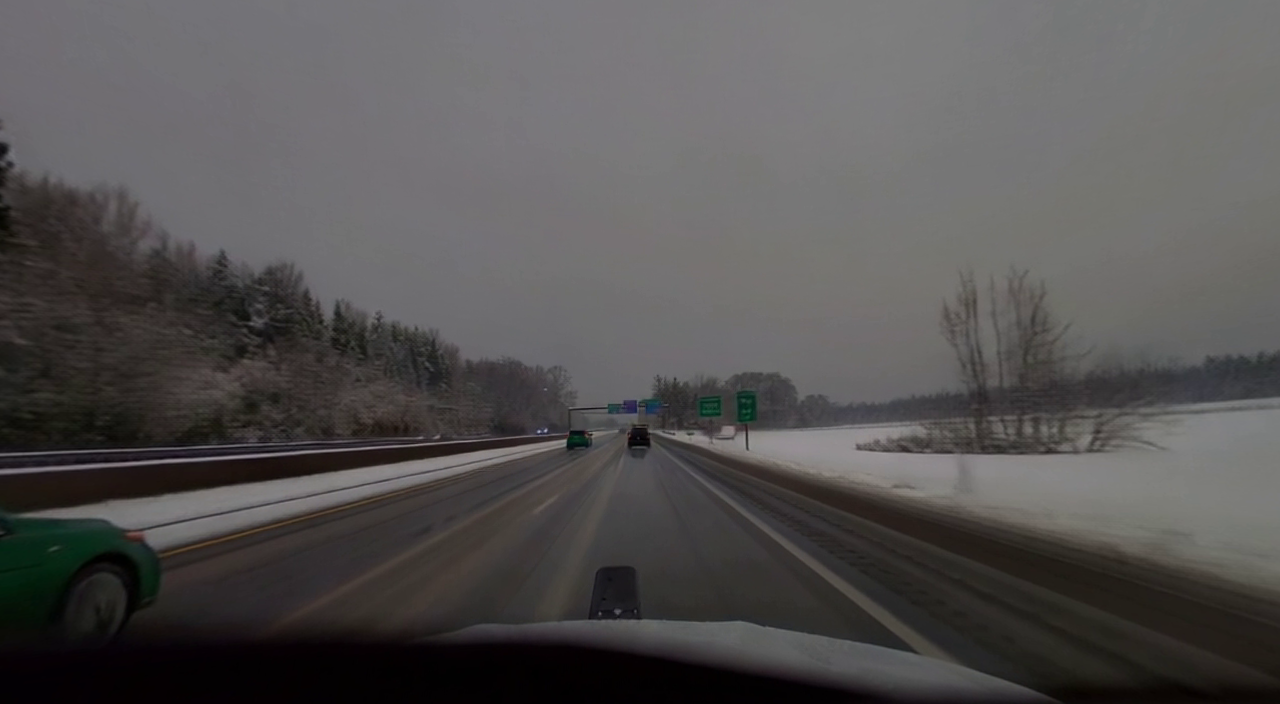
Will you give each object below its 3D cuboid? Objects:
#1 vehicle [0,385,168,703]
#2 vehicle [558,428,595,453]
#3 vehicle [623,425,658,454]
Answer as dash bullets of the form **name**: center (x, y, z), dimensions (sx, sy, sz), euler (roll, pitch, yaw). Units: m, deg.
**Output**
- **vehicle**: center (-3.789, 0.748, 1.699), dimensions (1.958, 1.486, 3.988), euler (0, -8, -1)
- **vehicle**: center (-4.291, 6.021, 43.041), dimensions (2.055, 1.610, 4.116), euler (0, -8, 0)
- **vehicle**: center (0.019, 5.746, 41.349), dimensions (2.170, 1.790, 4.490), euler (0, -8, -1)
